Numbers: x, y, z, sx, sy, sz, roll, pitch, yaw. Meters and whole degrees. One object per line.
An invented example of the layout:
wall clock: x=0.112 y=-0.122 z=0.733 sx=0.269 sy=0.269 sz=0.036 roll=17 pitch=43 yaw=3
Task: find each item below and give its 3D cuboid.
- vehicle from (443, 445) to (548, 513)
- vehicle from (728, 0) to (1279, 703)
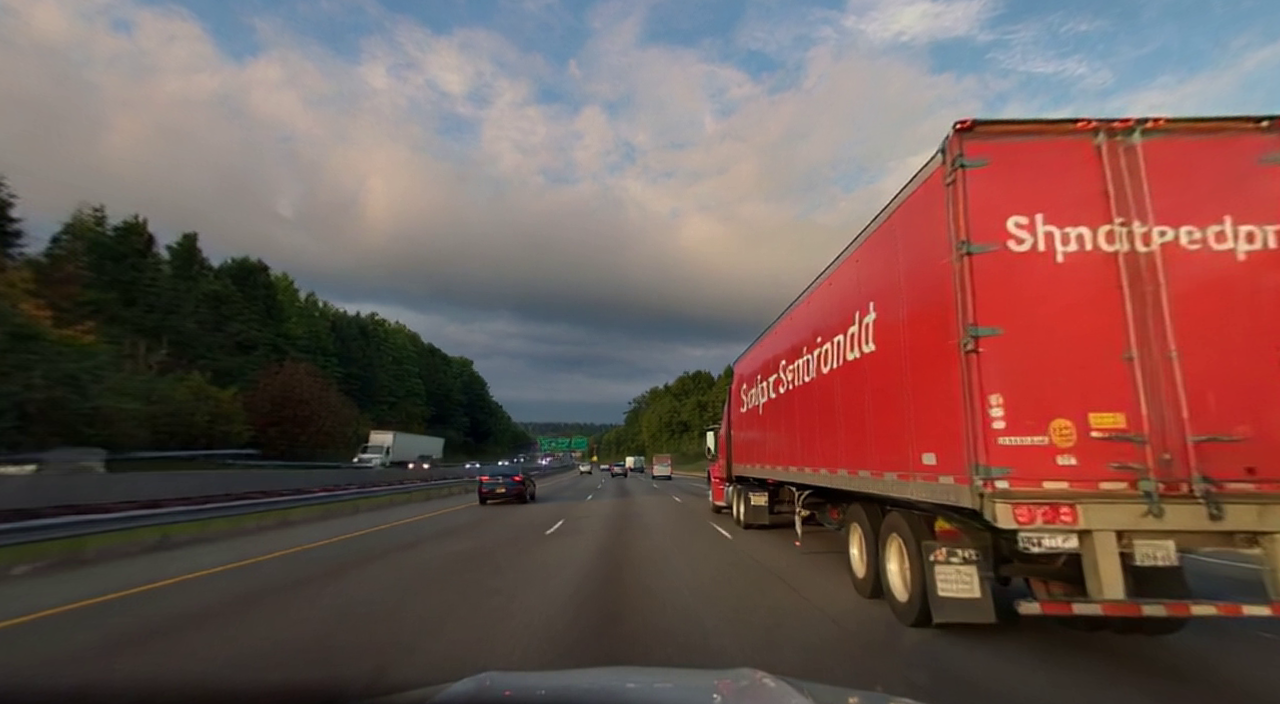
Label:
vehicle: x=-4.208 y=3.825 z=19.214 sx=2.070 sy=1.775 sz=4.646 roll=1 pitch=-10 yaw=0
vehicle: x=4.098 y=1.072 z=10.337 sx=2.992 sy=4.300 sz=13.967 roll=1 pitch=-10 yaw=-1
